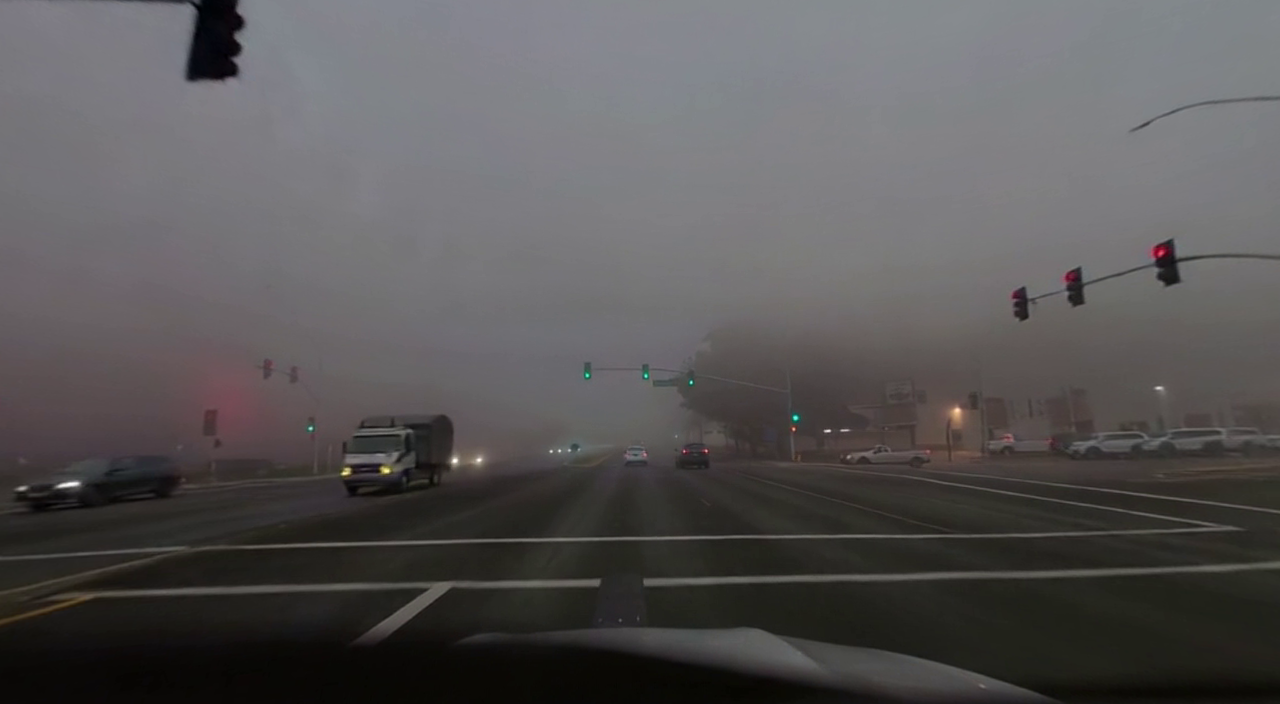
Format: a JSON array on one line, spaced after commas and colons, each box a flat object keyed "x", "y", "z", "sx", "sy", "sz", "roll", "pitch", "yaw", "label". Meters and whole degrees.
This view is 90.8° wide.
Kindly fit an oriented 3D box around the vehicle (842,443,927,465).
[{"x": 16.887, "y": 7.080, "z": 43.860, "sx": 4.828, "sy": 1.461, "sz": 2.495, "roll": 0, "pitch": -8, "yaw": 0, "label": "vehicle"}]

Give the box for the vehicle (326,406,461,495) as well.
[{"x": -8.699, "y": 3.578, "z": 23.187, "sx": 2.327, "sy": 2.780, "sz": 6.498, "roll": 0, "pitch": -8, "yaw": 0, "label": "vehicle"}]

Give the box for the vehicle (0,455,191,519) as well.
[{"x": -15.455, "y": 3.731, "z": 17.984, "sx": 2.086, "sy": 1.483, "sz": 4.418, "roll": 0, "pitch": -8, "yaw": 0, "label": "vehicle"}]

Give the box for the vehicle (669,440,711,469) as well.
[{"x": 2.911, "y": 6.124, "z": 37.879, "sx": 2.022, "sy": 1.643, "sz": 4.326, "roll": 0, "pitch": -8, "yaw": -2, "label": "vehicle"}]
